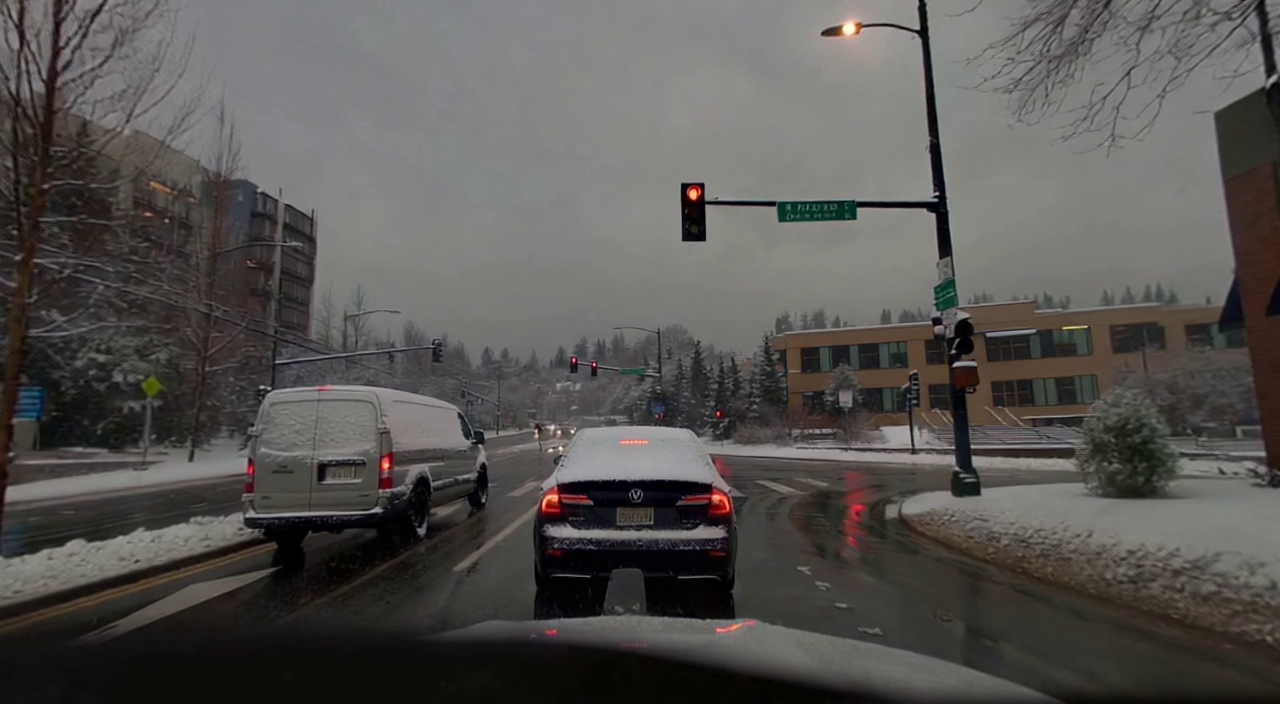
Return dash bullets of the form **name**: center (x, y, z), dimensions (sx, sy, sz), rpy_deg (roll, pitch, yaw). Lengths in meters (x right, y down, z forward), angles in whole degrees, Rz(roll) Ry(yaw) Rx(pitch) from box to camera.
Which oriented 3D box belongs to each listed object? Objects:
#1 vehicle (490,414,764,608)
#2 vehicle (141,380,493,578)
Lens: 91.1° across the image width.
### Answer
- **vehicle**: center (-0.107, 1.464, 6.777), dimensions (2.064, 1.452, 3.942), rpy_deg (0, -8, 0)
- **vehicle**: center (-3.581, 1.512, 8.423), dimensions (2.076, 1.820, 5.100), rpy_deg (0, -8, -1)
